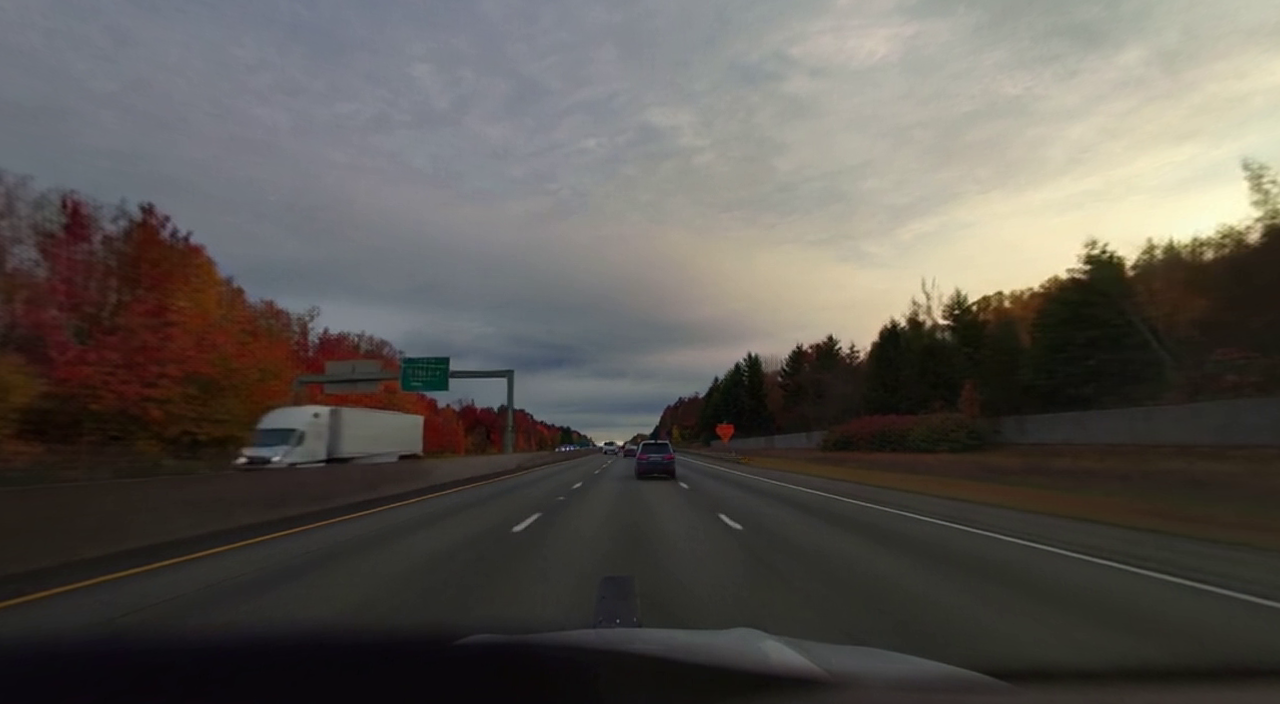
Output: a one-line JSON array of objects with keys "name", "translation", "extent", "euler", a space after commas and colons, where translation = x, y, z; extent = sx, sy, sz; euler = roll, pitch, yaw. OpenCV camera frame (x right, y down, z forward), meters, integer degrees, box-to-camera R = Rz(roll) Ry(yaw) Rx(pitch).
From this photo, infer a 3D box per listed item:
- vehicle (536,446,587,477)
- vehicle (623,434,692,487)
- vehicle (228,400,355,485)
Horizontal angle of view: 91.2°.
[{"name": "vehicle", "translation": [-3.838, 5.435, 31.202], "extent": [2.037, 1.418, 3.793], "euler": [0, -9, 0]}, {"name": "vehicle", "translation": [0.554, 3.895, 22.725], "extent": [2.250, 1.718, 4.358], "euler": [0, -9, -1]}, {"name": "vehicle", "translation": [-17.650, 4.701, 32.402], "extent": [2.868, 3.942, 6.422], "euler": [0, -9, -2]}]
